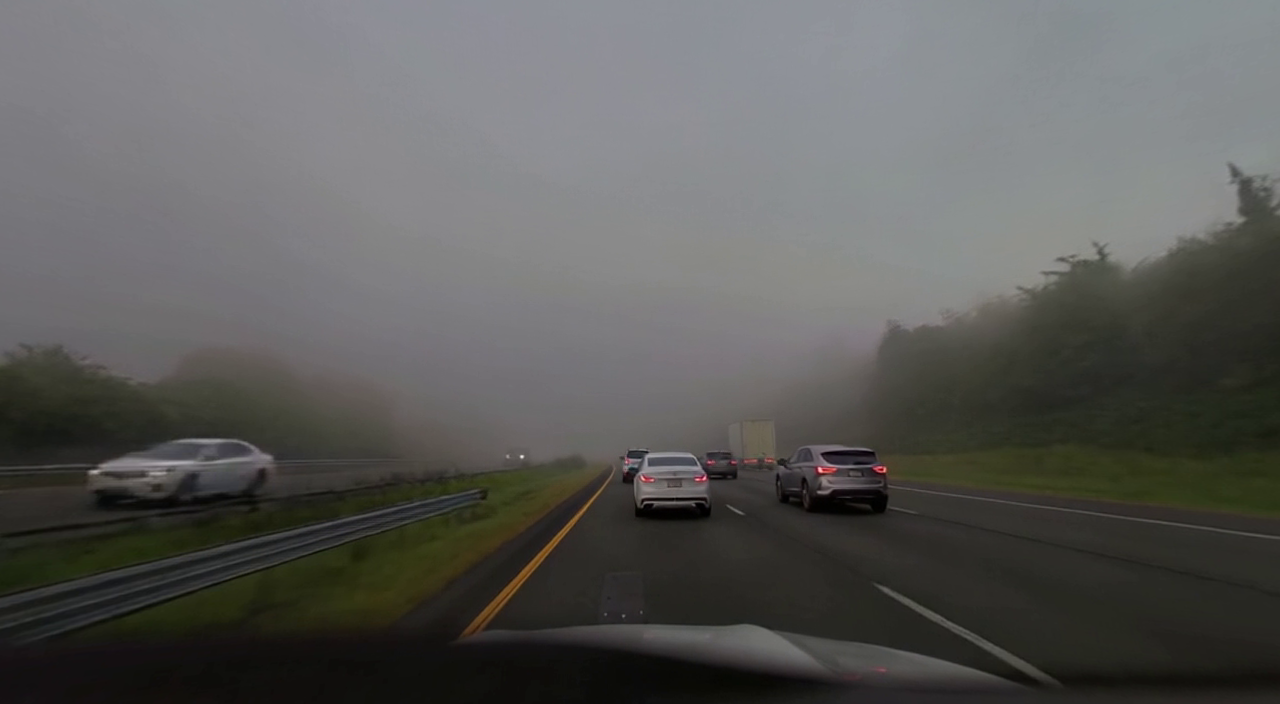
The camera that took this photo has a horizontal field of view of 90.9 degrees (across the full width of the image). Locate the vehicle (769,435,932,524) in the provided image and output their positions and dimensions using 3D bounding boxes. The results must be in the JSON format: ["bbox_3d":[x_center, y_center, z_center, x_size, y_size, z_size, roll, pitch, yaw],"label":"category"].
[{"bbox_3d":[4.478,2.782,14.327,1.998,1.657,4.604,0,-9,-1],"label":"vehicle"}]

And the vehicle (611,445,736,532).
[{"bbox_3d":[0.530,2.596,12.499,2.094,1.426,3.725,0,-9,-1],"label":"vehicle"}]

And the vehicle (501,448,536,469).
[{"bbox_3d":[-9.244,8.121,48.198,1.941,1.483,4.061,0,-9,0],"label":"vehicle"}]

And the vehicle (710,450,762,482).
[{"bbox_3d":[4.868,5.825,32.517,1.908,1.500,4.157,0,-9,-2],"label":"vehicle"}]
